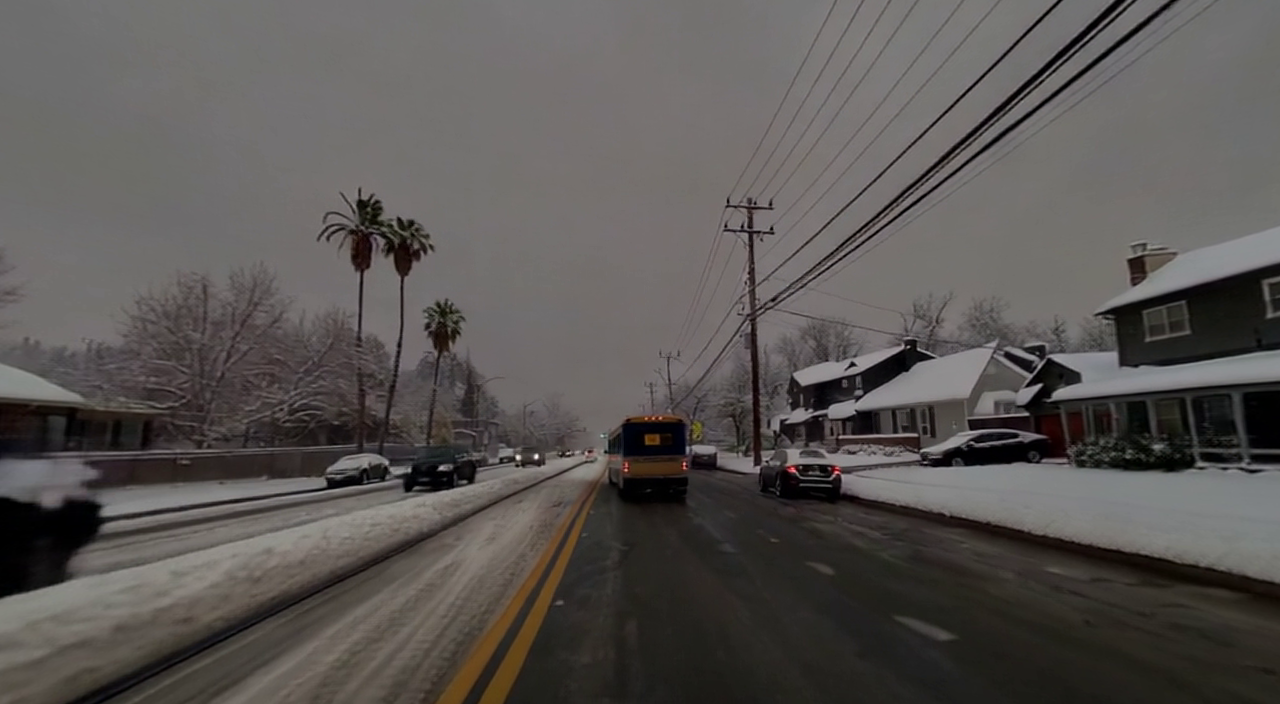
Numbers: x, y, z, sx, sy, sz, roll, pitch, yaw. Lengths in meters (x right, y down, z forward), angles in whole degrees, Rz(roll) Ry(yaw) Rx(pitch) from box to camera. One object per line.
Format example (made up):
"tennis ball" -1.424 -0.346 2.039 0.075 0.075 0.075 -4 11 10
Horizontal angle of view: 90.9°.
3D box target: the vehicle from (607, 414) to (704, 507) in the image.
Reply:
"vehicle" 0.231 2.765 16.458 2.168 2.040 4.527 0 -8 -3

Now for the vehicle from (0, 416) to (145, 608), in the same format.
"vehicle" -6.706 1.357 5.058 1.948 1.706 4.407 0 -8 -2

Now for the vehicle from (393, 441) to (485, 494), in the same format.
"vehicle" -6.933 3.986 22.243 1.965 1.653 4.251 0 -8 -2

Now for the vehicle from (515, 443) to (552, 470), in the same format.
"vehicle" -7.454 7.333 44.396 1.993 1.737 4.353 0 -8 -2

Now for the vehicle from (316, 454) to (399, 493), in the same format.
"vehicle" -12.967 5.574 29.243 2.004 1.441 4.572 -3 -8 -3

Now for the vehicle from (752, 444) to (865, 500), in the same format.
"vehicle" 4.831 3.482 18.782 2.022 1.456 4.246 0 -8 -3

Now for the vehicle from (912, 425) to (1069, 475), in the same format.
"vehicle" 13.677 3.813 24.840 4.749 1.699 2.311 -2 -6 0
